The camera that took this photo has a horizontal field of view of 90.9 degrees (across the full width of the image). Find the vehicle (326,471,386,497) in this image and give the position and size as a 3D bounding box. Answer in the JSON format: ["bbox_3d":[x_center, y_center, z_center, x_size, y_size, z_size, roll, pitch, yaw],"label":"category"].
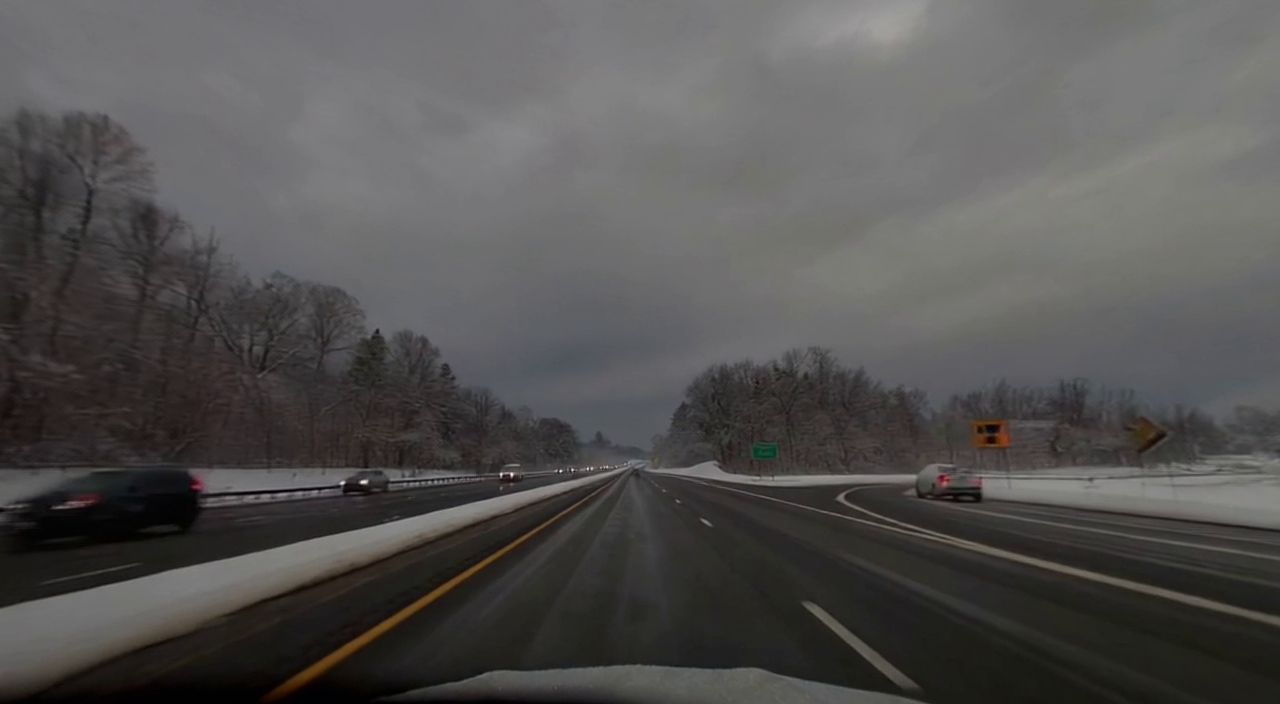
[{"bbox_3d":[-17.290,8.046,38.571,1.788,1.493,3.815,0,-10,1],"label":"vehicle"}]

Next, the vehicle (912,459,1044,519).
[{"bbox_3d":[10.054,4.102,19.218,1.951,1.566,4.616,-1,-11,7],"label":"vehicle"}]

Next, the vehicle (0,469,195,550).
[{"bbox_3d":[-12.832,3.450,14.397,1.956,1.478,4.565,1,-10,0],"label":"vehicle"}]
